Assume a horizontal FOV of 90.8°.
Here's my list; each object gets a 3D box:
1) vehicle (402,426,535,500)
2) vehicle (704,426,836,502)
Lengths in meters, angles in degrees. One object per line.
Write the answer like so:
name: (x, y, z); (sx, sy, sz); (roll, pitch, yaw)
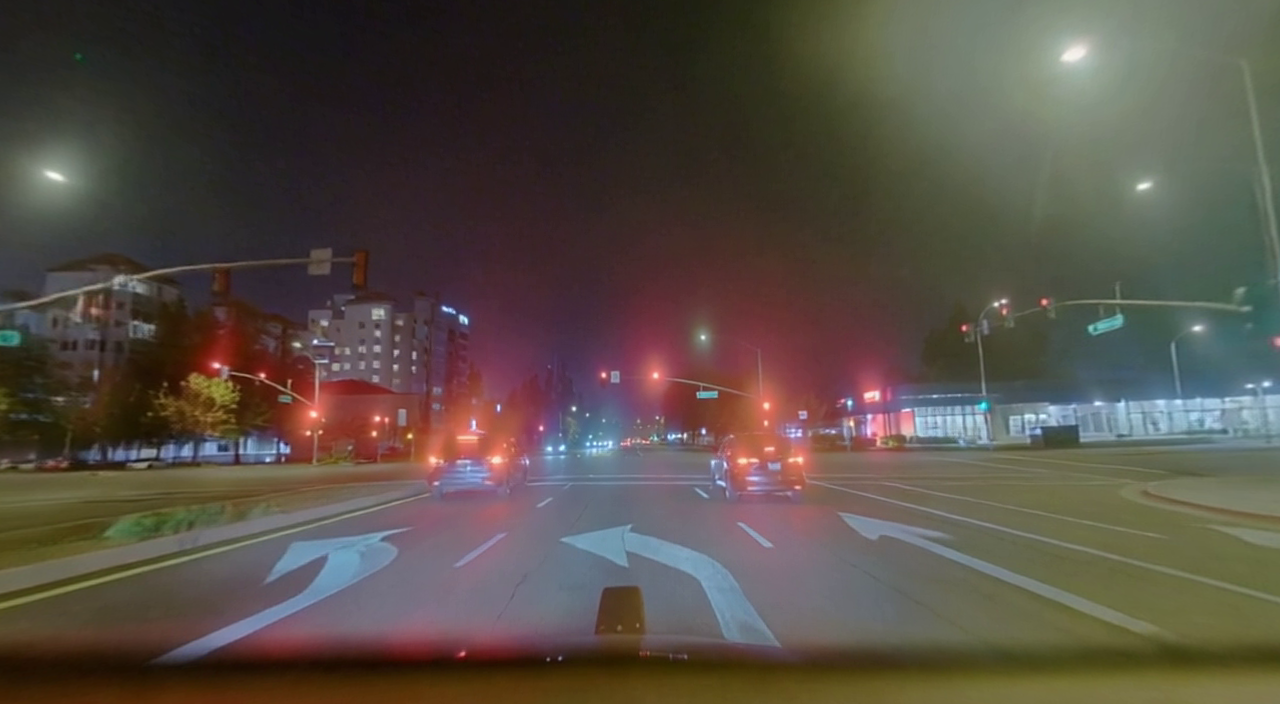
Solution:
vehicle: (-3.990, 2.680, 15.625); (1.973, 1.526, 4.533); (0, -8, 1)
vehicle: (2.878, 2.629, 15.225); (2.130, 1.524, 4.722); (0, -8, -1)
